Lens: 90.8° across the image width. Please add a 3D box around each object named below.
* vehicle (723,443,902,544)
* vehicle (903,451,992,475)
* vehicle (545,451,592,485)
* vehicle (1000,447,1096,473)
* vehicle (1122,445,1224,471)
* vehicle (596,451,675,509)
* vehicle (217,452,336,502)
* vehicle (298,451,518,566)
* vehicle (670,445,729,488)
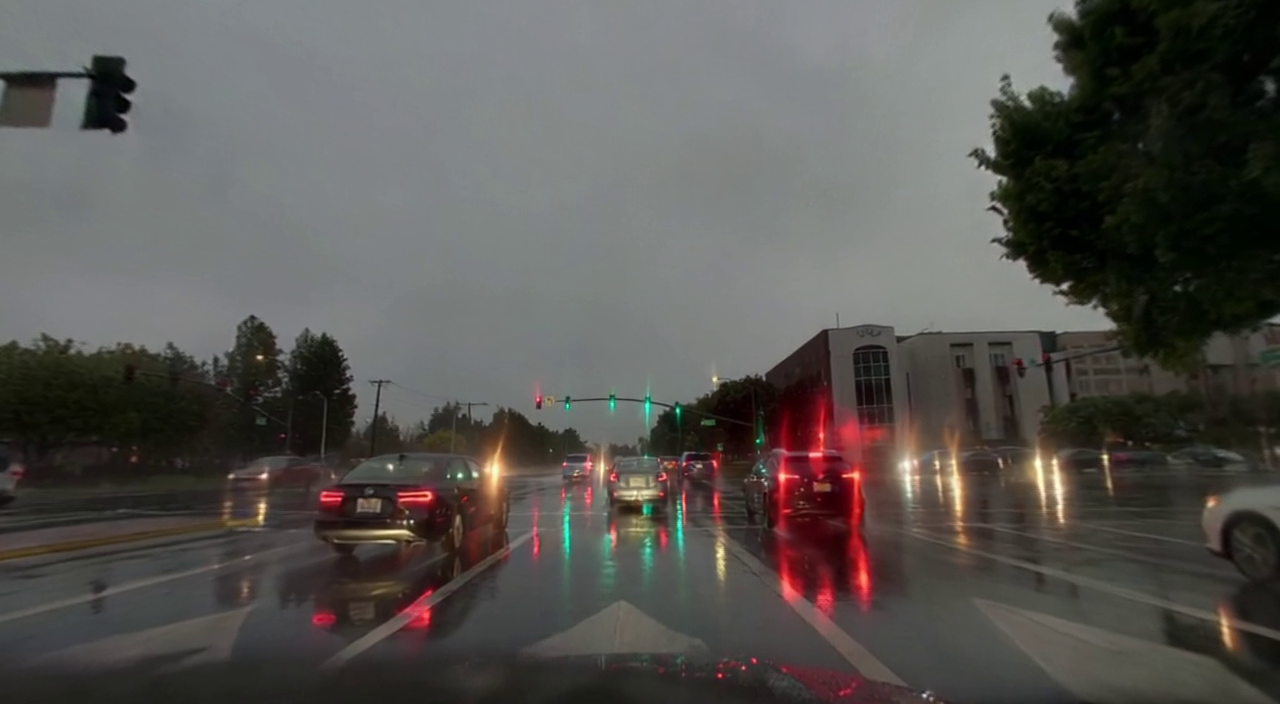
[{"bbox_3d":[3.044,2.597,12.480,1.996,1.566,4.917,0,-8,-2],"label":"vehicle"},{"bbox_3d":[19.319,6.985,39.835,4.620,1.446,1.950,0,-8,-3],"label":"vehicle"},{"bbox_3d":[-3.817,6.267,34.449,2.033,1.714,4.278,0,-8,0],"label":"vehicle"},{"bbox_3d":[23.691,6.254,36.747,4.255,1.465,1.936,0,-9,-3],"label":"vehicle"},{"bbox_3d":[31.055,6.148,36.896,4.357,1.444,1.783,0,-8,-2],"label":"vehicle"},{"bbox_3d":[-0.170,3.714,18.742,2.098,1.461,3.958,0,-8,-1],"label":"vehicle"},{"bbox_3d":[-14.533,4.966,25.628,2.126,1.785,4.534,0,-8,0],"label":"vehicle"},{"bbox_3d":[-3.501,2.419,10.638,2.045,1.463,4.490,0,-8,0],"label":"vehicle"},{"bbox_3d":[2.628,5.179,29.062,2.138,1.778,4.422,0,-8,-2],"label":"vehicle"}]
